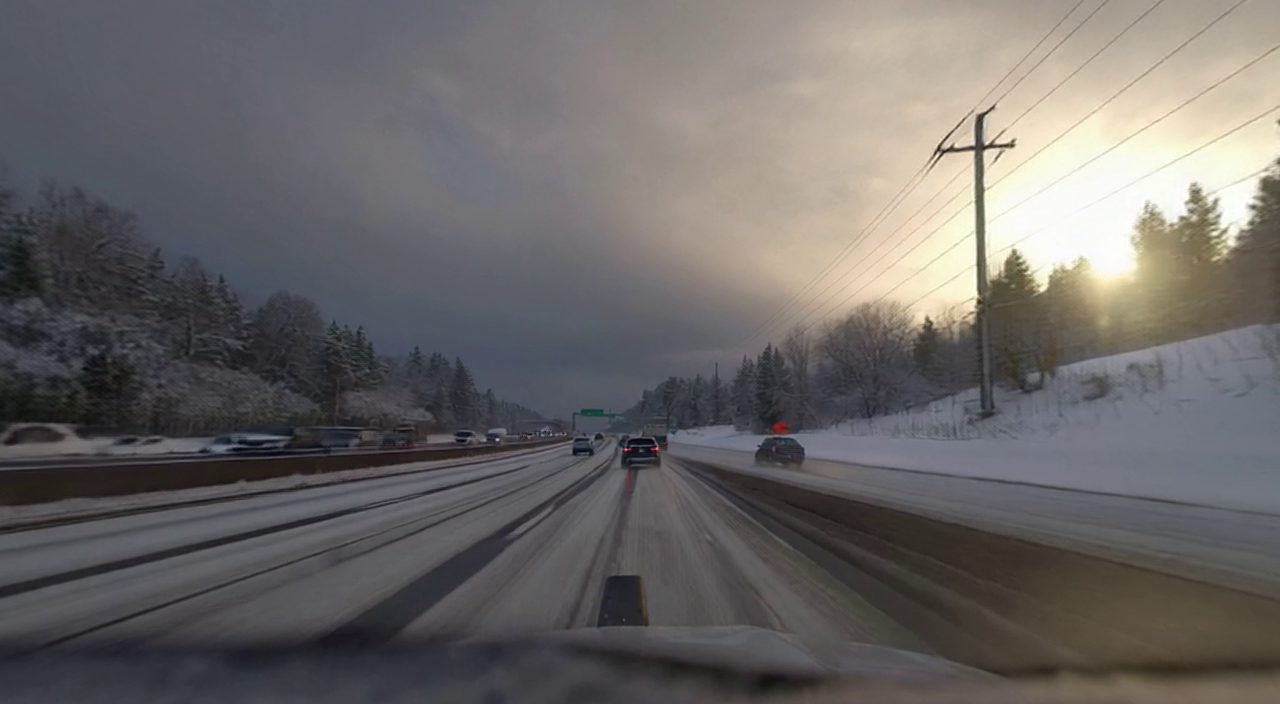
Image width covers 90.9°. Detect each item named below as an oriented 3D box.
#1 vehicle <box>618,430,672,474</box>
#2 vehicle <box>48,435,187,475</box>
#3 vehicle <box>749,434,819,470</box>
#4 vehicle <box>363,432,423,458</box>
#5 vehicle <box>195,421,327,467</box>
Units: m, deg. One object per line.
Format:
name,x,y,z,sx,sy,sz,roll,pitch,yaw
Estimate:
vehicle,0.172,4.456,28.265,2.192,1.769,4.287,0,-8,-1
vehicle,-20.200,3.982,24.659,1.824,1.414,4.289,0,-8,-1
vehicle,7.343,5.159,32.728,2.099,1.720,4.829,1,-8,-5
vehicle,-16.154,6.147,41.531,2.055,1.611,4.851,0,-8,0
vehicle,-16.511,4.084,27.969,2.188,1.786,5.759,0,-8,1
